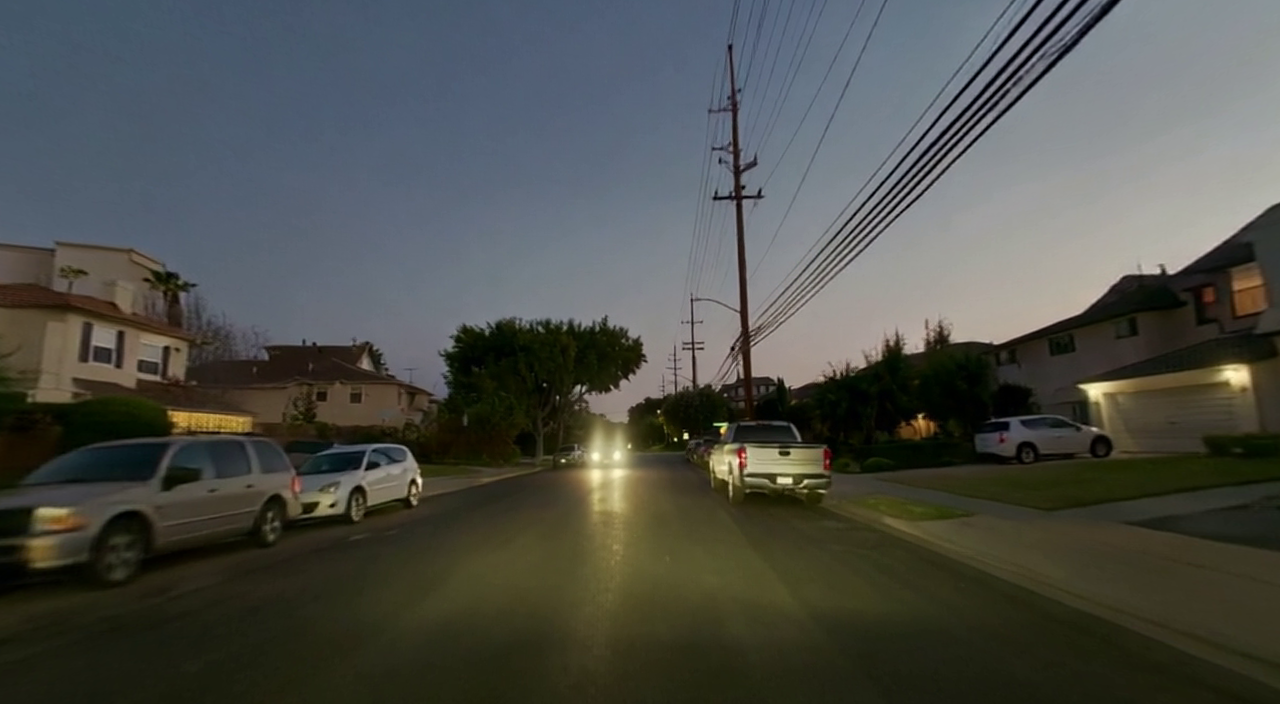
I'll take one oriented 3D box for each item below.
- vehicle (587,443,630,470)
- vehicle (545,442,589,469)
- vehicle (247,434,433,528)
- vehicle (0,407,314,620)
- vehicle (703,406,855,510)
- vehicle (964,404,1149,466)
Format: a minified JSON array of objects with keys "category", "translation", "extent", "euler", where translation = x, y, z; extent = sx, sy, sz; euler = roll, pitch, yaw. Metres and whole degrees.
[{"category":"vehicle","translation":[-1.863,6.401,39.002],"extent":[2.213,1.548,4.370],"euler":[-1,-9,4]},{"category":"vehicle","translation":[-5.050,7.279,44.375],"extent":[2.226,1.768,4.780],"euler":[-1,-9,4]},{"category":"vehicle","translation":[-6.545,2.842,14.483],"extent":[1.930,1.784,4.474],"euler":[0,-9,2]},{"category":"vehicle","translation":[-6.749,1.859,8.304],"extent":[2.252,1.944,4.714],"euler":[0,-9,2]},{"category":"vehicle","translation":[3.042,2.580,15.678],"extent":[2.437,2.015,6.511],"euler":[0,-9,1]},{"category":"vehicle","translation":[14.369,2.918,22.065],"extent":[4.778,1.903,2.205],"euler":[-2,-9,0]}]
